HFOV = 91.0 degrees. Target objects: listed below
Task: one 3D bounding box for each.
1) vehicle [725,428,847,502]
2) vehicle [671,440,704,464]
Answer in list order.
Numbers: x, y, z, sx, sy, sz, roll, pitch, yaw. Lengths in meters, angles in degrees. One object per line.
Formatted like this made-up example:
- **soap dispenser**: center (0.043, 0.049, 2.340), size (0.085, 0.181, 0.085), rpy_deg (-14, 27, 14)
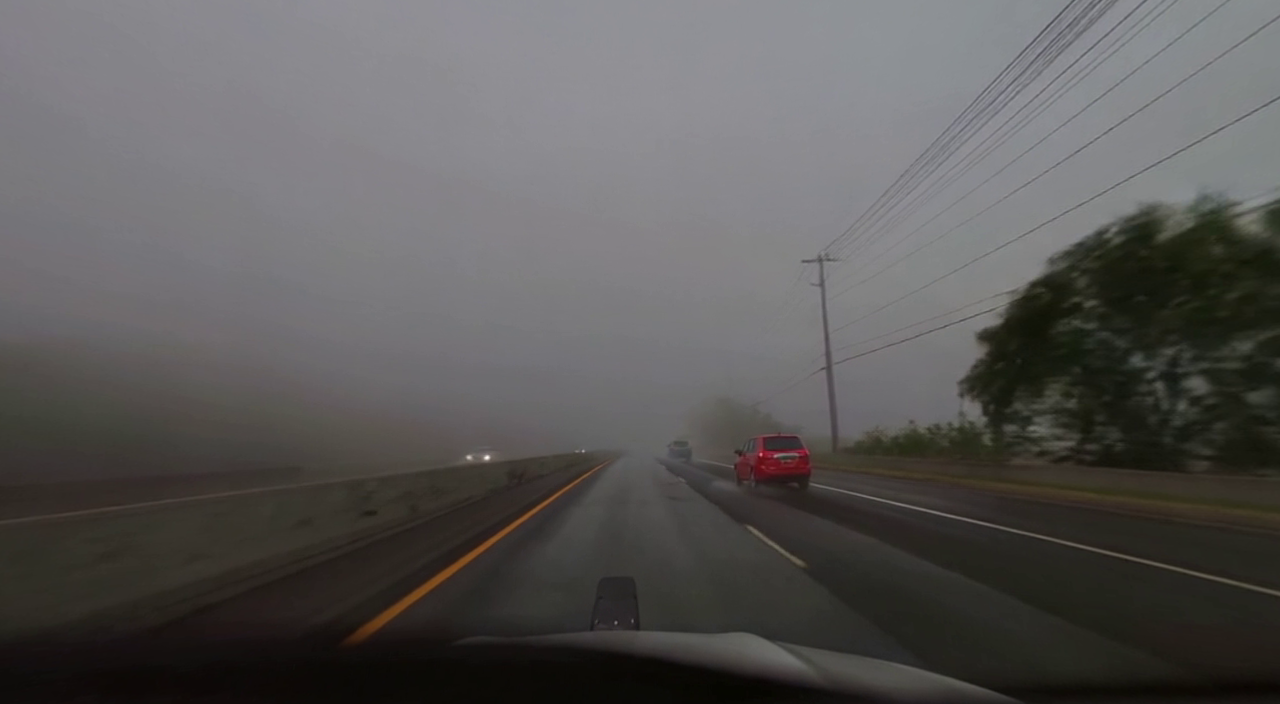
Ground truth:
- **vehicle**: center (3.523, 2.807, 16.139), size (1.977, 1.581, 4.428), rpy_deg (-1, -8, -1)
- **vehicle**: center (3.147, 6.739, 42.709), size (1.868, 1.507, 3.833), rpy_deg (-1, -8, -1)
